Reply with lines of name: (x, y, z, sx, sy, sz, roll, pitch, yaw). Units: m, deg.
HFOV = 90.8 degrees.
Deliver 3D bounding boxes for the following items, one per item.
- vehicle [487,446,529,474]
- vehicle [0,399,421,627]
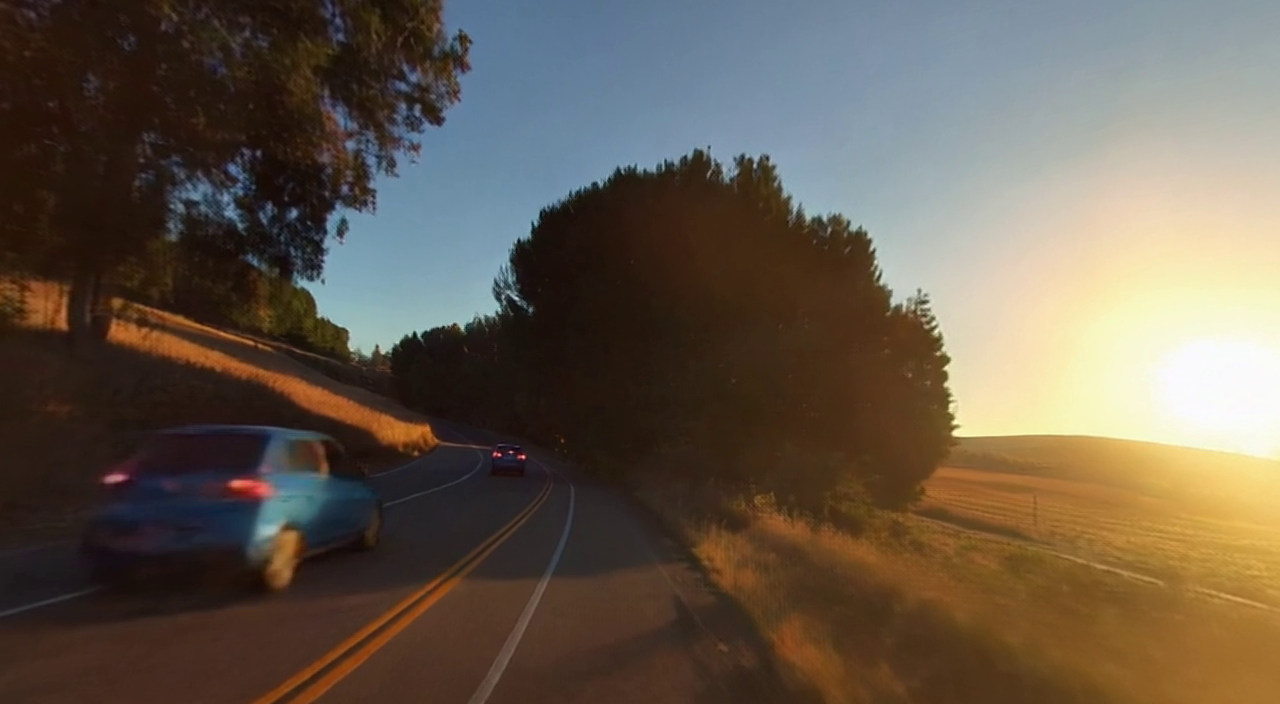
vehicle: (-7.488, 6.170, 36.265, 2.042, 1.483, 4.288, 1, -9, -7)
vehicle: (-4.559, 1.696, 7.782, 2.104, 1.851, 4.992, 0, -9, -2)
